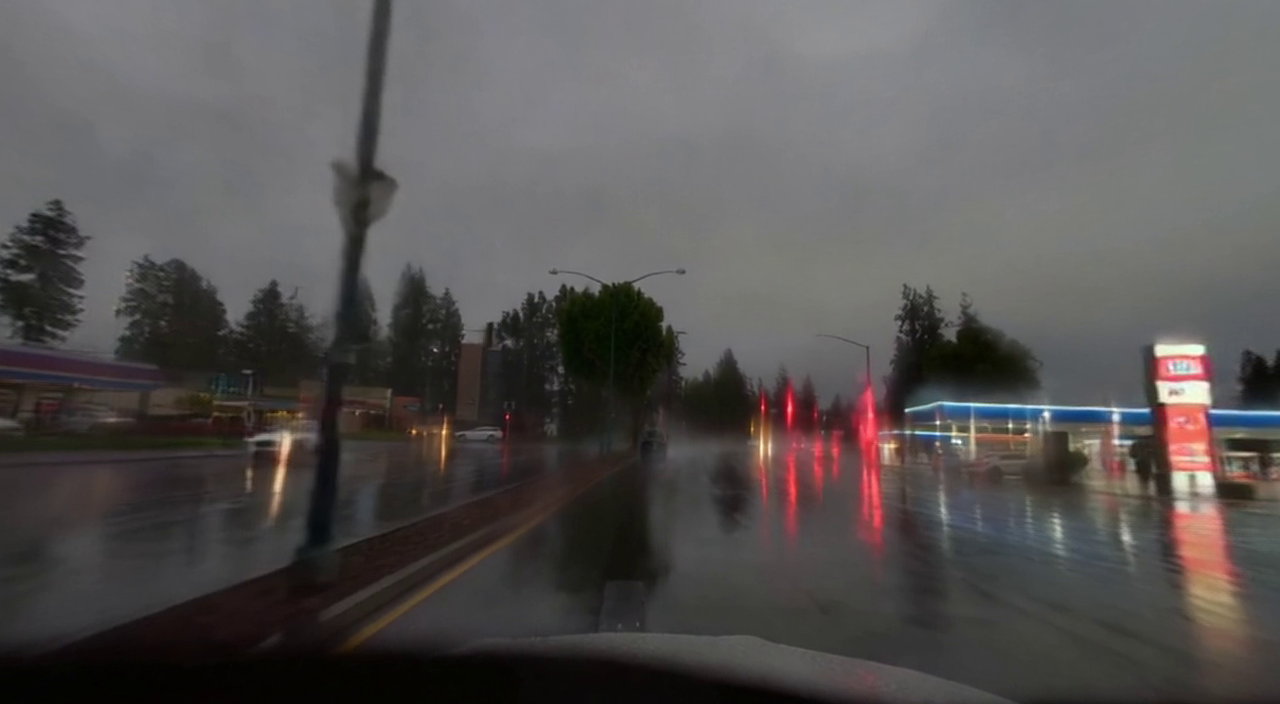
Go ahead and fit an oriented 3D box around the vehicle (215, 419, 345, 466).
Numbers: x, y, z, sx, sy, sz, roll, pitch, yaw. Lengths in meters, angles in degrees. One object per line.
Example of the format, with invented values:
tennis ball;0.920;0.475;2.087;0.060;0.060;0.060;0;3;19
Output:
vehicle;-12.398;3.170;22.115;2.027;1.486;4.105;-1;-8;2

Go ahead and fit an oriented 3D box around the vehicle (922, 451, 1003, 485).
vehicle;15.334;5.499;30.370;2.099;1.464;4.615;-2;-9;9

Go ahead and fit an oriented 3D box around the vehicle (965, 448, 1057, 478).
vehicle;21.163;6.325;36.083;4.331;1.604;1.858;2;-9;-14

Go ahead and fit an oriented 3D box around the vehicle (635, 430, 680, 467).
vehicle;0.883;4.785;31.368;2.055;1.655;4.204;-1;-8;2
